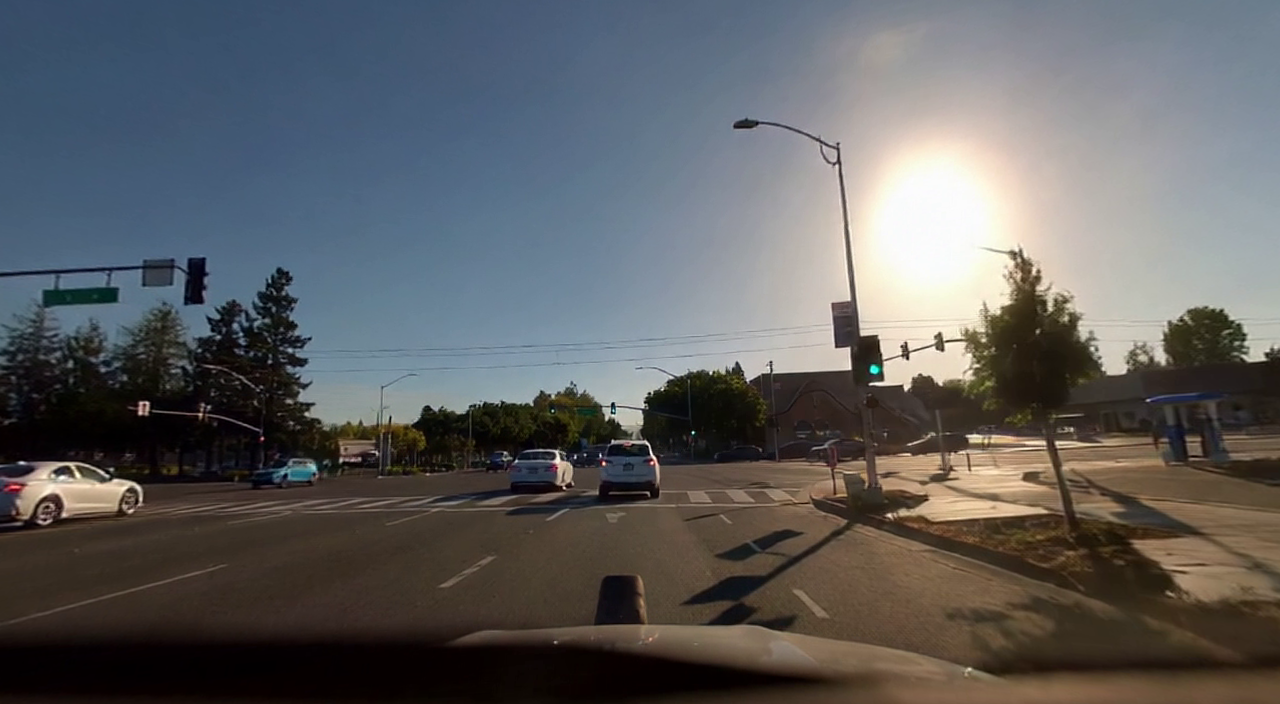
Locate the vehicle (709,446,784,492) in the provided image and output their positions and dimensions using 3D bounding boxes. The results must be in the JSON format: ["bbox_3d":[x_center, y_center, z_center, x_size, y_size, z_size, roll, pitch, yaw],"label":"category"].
[{"bbox_3d":[3.898,4.087,22.556,1.976,1.462,4.342,-3,-9,18],"label":"vehicle"}]

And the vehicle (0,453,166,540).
[{"bbox_3d":[-13.451,3.123,14.149,1.995,1.626,4.592,0,-8,2],"label":"vehicle"}]

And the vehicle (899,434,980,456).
[{"bbox_3d":[20.680,6.445,43.723,4.700,1.417,1.789,-1,-8,2],"label":"vehicle"}]

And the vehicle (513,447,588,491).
[{"bbox_3d":[-3.254,4.345,23.875,2.003,1.492,4.291,-1,-8,3],"label":"vehicle"}]

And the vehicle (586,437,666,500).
[{"bbox_3d":[-0.341,3.564,19.712,2.210,1.722,4.215,0,-8,2],"label":"vehicle"}]

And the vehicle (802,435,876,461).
[{"bbox_3d":[13.791,6.676,44.002,4.524,1.681,1.823,0,-8,0],"label":"vehicle"}]

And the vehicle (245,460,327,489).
[{"bbox_3d":[-20.954,7.235,37.656,1.949,1.480,4.932,0,-8,1],"label":"vehicle"}]
